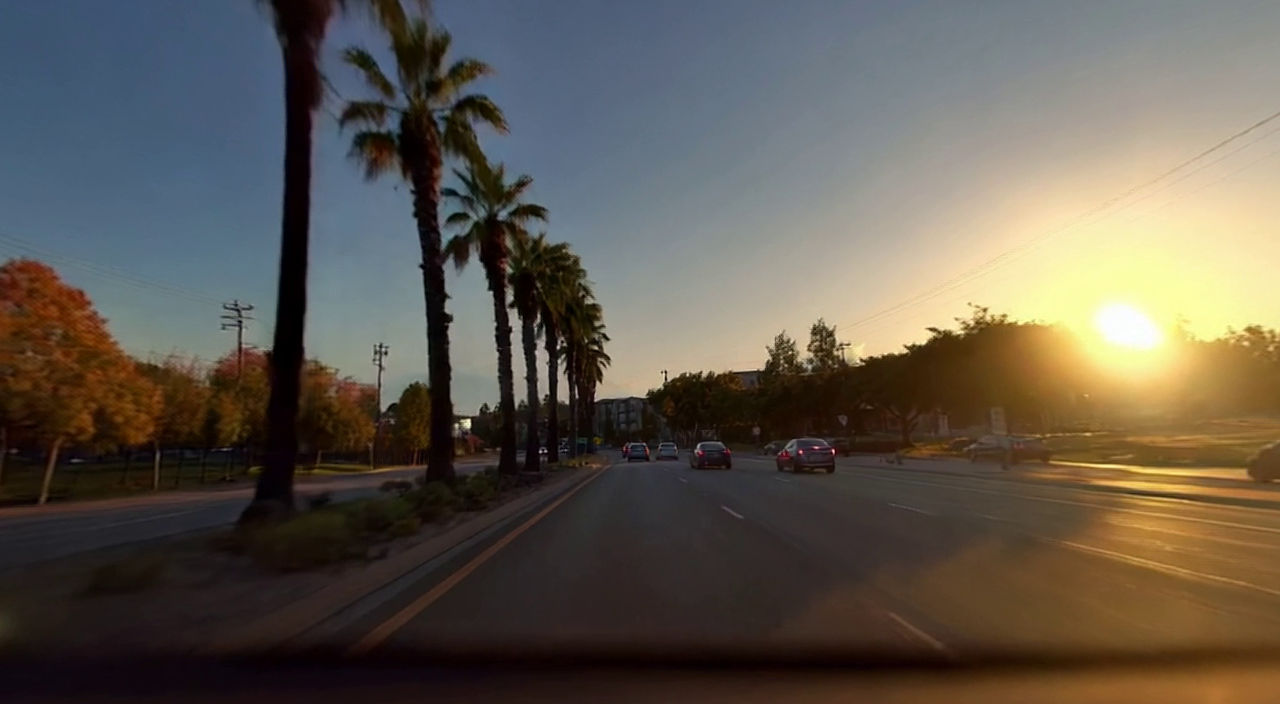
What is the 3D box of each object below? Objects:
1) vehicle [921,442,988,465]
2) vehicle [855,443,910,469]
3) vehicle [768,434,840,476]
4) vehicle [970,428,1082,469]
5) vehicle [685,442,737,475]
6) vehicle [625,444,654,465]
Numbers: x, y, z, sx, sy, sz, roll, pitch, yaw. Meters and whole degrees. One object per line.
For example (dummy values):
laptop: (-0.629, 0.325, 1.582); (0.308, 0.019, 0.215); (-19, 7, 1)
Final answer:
vehicle: (20.867, 6.744, 42.141); (1.822, 1.456, 4.860); (0, -9, -2)
vehicle: (14.367, 6.161, 37.569); (1.743, 1.505, 3.682); (0, -9, -1)
vehicle: (7.008, 4.460, 27.479); (1.916, 1.646, 4.258); (0, -9, -1)
vehicle: (20.982, 5.304, 34.768); (2.304, 2.044, 5.894); (0, -9, -2)
vehicle: (3.328, 5.095, 30.494); (1.875, 1.452, 4.453); (0, -9, -2)
vehicle: (-0.079, 7.663, 47.251); (2.031, 1.444, 4.361); (0, -9, -1)
